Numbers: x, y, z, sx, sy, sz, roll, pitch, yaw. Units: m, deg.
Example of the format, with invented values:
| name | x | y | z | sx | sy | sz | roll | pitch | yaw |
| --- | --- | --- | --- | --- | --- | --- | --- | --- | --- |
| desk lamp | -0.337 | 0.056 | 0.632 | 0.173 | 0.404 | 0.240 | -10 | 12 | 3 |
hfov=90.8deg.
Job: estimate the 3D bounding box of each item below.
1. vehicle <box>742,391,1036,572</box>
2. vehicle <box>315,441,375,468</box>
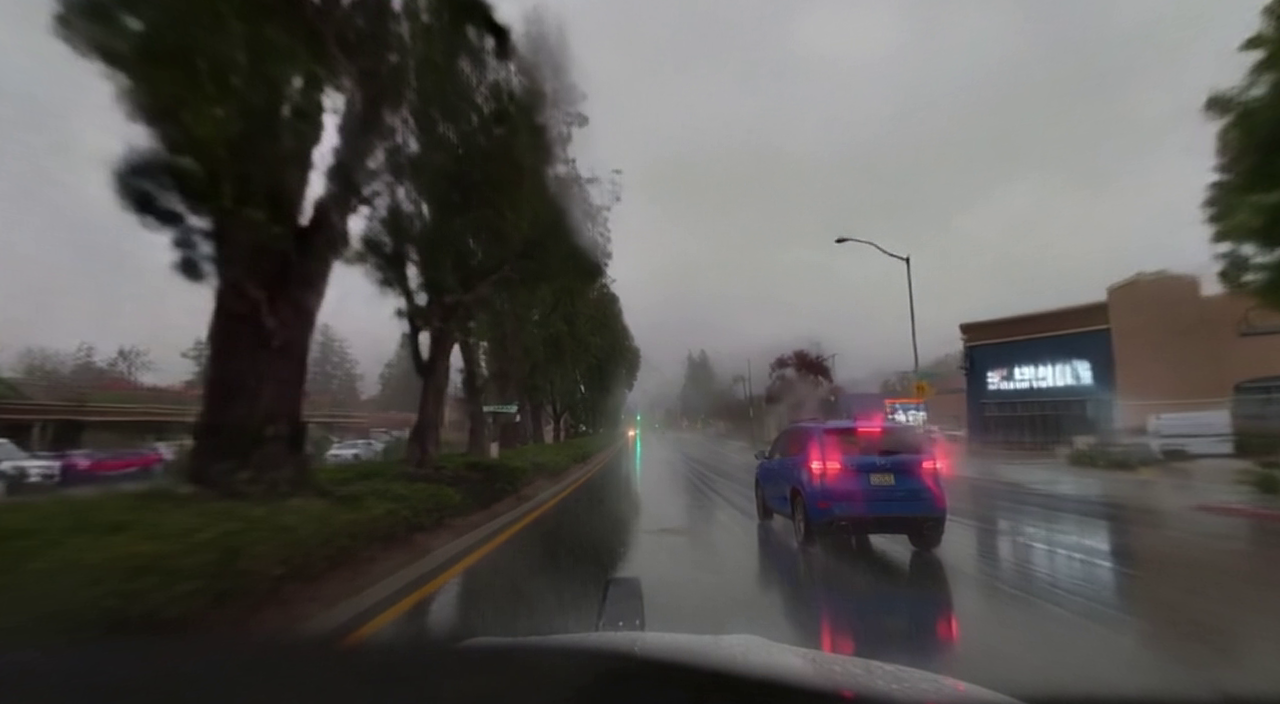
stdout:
| name | x | y | z | sx | sy | sz | roll | pitch | yaw |
| --- | --- | --- | --- | --- | --- | --- | --- | --- | --- |
| vehicle | 2.873 | 1.639 | 8.712 | 2.130 | 1.790 | 4.615 | 0 | -8 | 0 |
| vehicle | -19.462 | 6.761 | 41.871 | 1.988 | 1.634 | 4.301 | 0 | -8 | -1 |
